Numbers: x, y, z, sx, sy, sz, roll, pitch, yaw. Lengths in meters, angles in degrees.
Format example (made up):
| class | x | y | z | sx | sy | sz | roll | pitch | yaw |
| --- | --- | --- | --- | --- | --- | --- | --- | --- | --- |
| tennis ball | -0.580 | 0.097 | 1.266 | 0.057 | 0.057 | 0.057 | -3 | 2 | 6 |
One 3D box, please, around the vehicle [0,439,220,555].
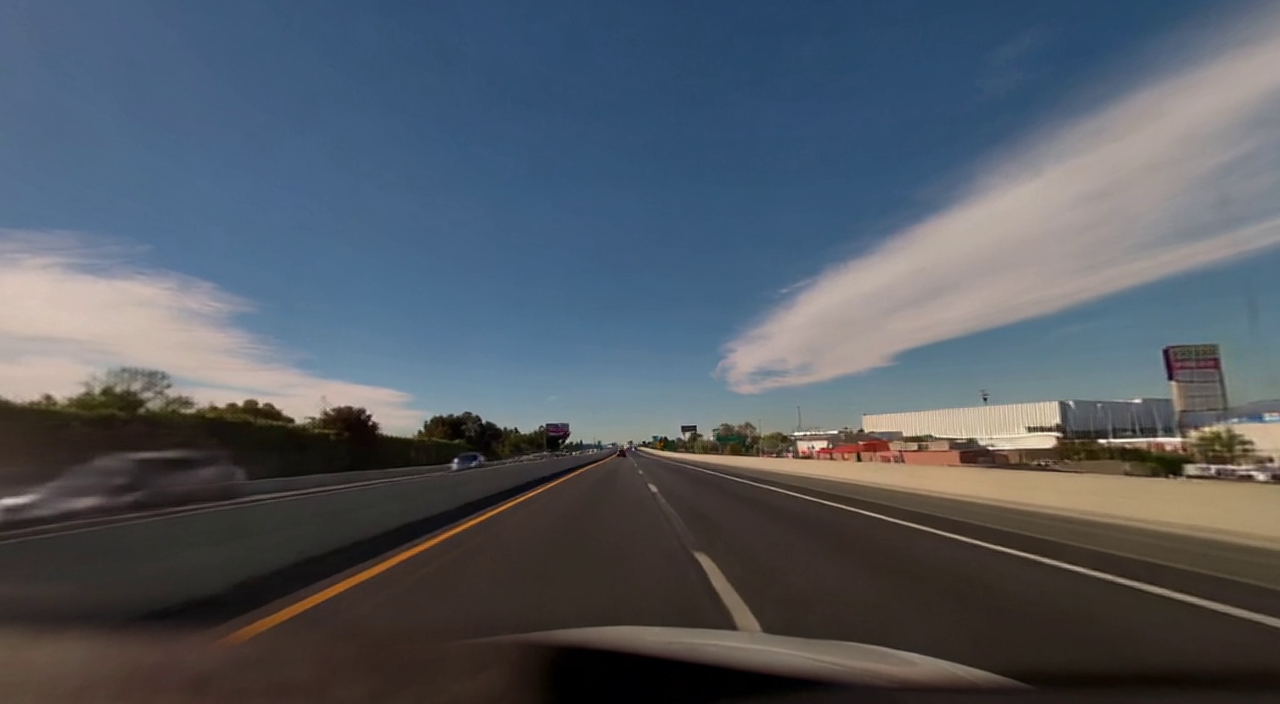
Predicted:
| class | x | y | z | sx | sy | sz | roll | pitch | yaw |
| --- | --- | --- | --- | --- | --- | --- | --- | --- | --- |
| vehicle | -9.900 | 2.399 | 11.112 | 2.071 | 1.621 | 4.273 | 0 | -9 | -1 |
